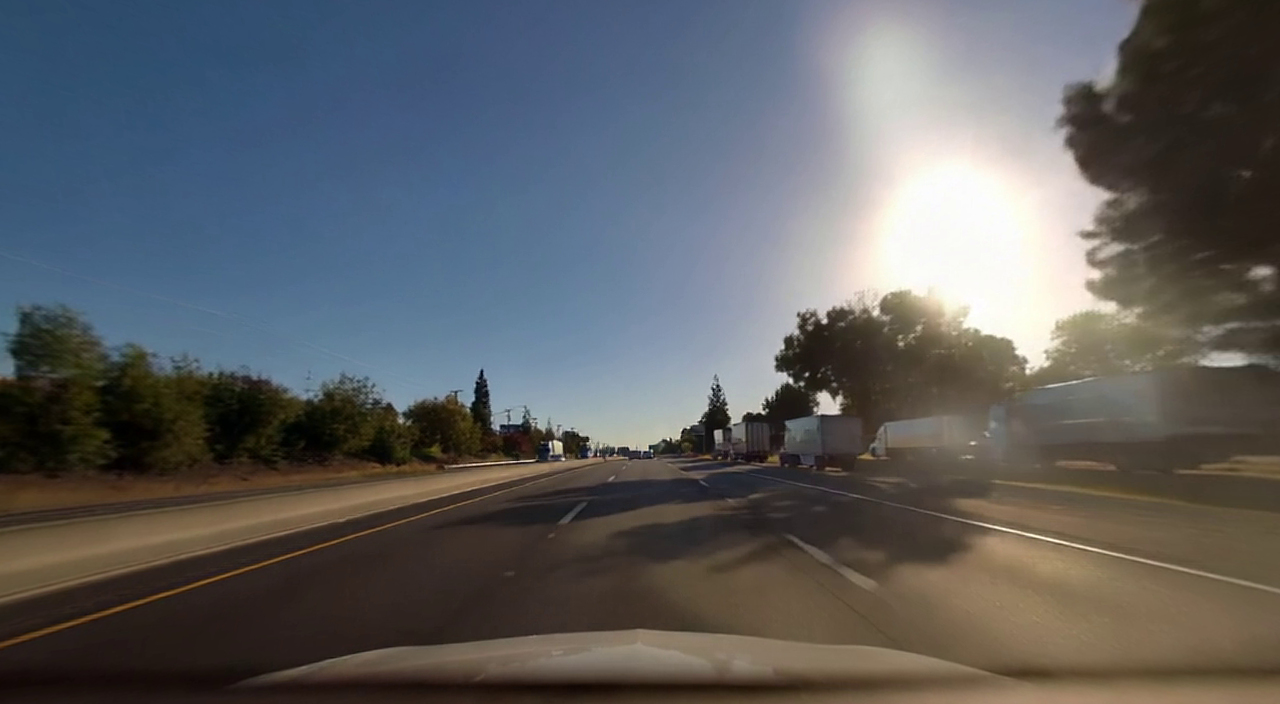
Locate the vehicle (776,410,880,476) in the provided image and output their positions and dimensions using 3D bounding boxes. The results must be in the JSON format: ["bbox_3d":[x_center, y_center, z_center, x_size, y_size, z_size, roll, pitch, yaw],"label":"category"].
[{"bbox_3d":[11.448,5.847,39.909,2.741,3.505,12.591,0,-9,0],"label":"vehicle"}]

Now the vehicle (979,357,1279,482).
[{"bbox_3d":[20.952,3.404,28.715,2.849,4.148,14.184,-3,-9,0],"label":"vehicle"}]
